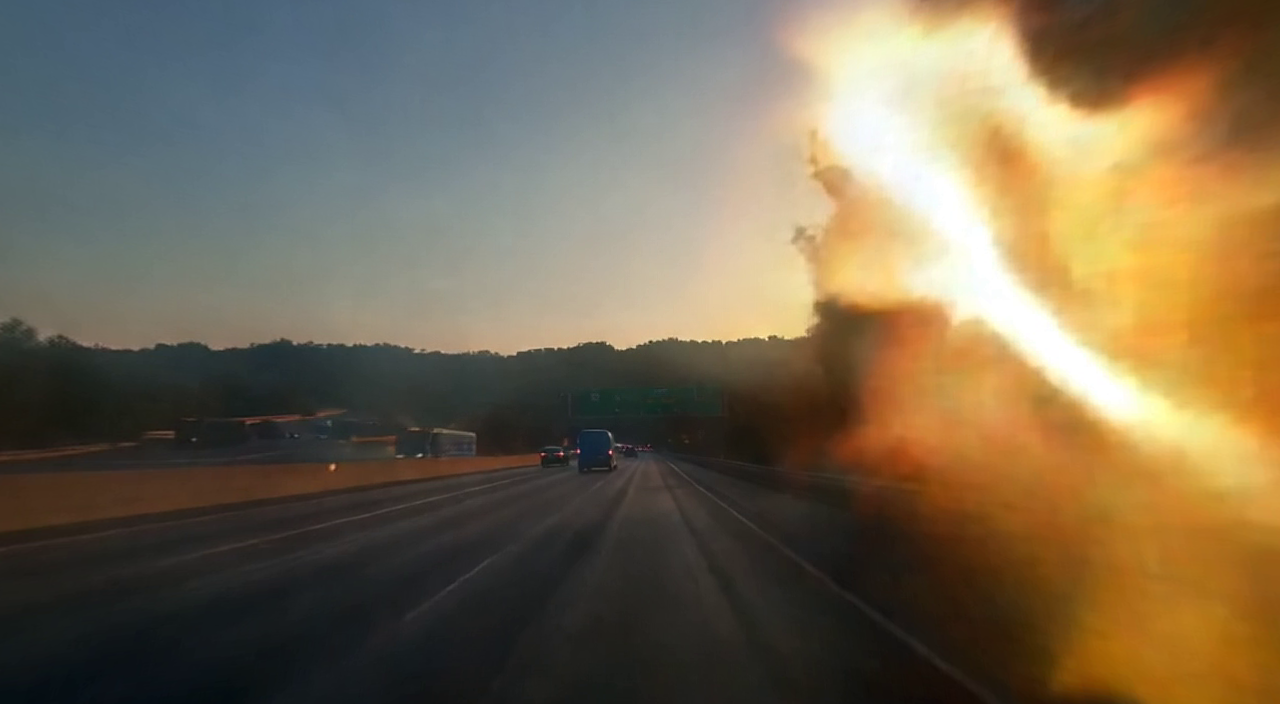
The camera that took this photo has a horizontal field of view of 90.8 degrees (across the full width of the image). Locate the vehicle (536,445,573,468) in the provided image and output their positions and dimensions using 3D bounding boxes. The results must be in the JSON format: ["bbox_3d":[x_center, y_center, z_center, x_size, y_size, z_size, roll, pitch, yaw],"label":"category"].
[{"bbox_3d":[-6.541,8.072,48.735,2.164,1.664,4.252,0,-9,1],"label":"vehicle"}]

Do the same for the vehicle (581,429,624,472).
[{"bbox_3d":[-2.387,6.491,41.627,2.437,2.565,5.829,0,-9,0],"label":"vehicle"}]
